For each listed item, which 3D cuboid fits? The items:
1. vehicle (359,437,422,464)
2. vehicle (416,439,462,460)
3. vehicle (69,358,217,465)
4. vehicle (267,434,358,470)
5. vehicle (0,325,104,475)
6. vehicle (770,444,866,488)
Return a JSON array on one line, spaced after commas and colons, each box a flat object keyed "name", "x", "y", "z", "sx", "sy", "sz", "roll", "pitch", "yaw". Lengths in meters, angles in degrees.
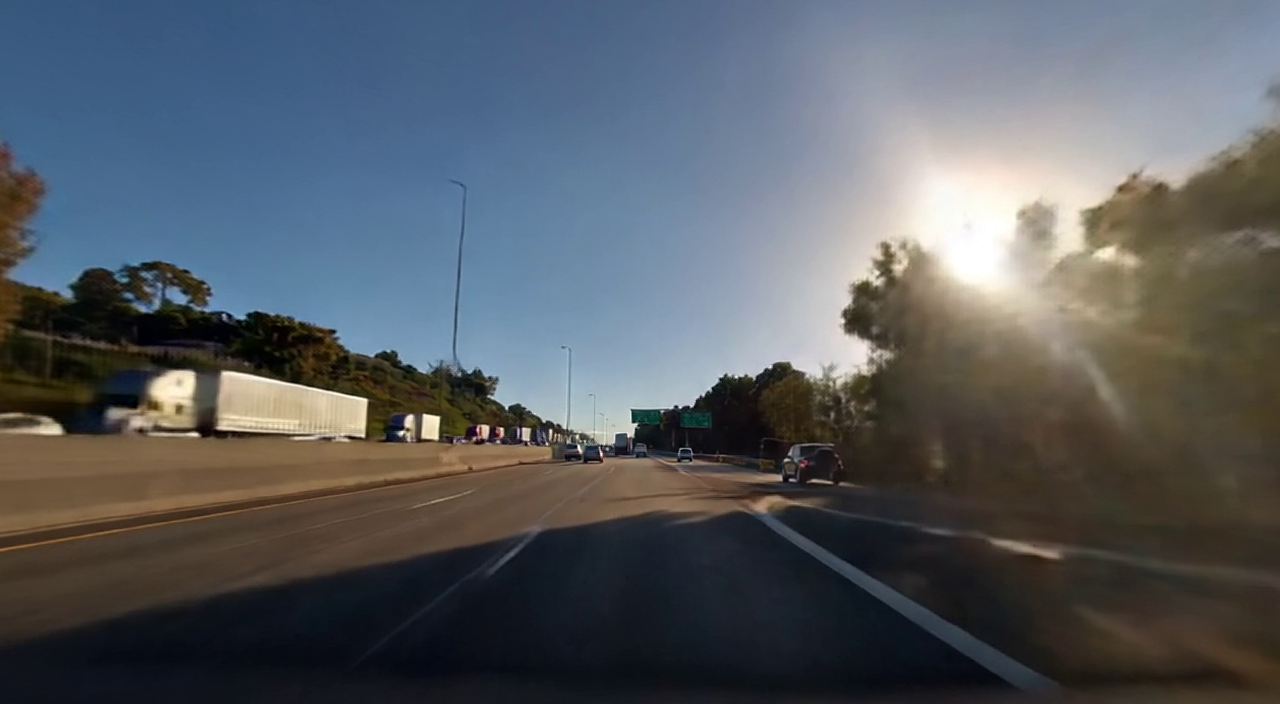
[{"name": "vehicle", "x": -14.666, "y": 5.842, "z": 37.318, "sx": 1.935, "sy": 1.462, "sz": 4.396, "roll": 0, "pitch": -9, "yaw": -1}, {"name": "vehicle", "x": -14.228, "y": 6.950, "z": 44.904, "sx": 1.879, "sy": 1.444, "sz": 4.337, "roll": 0, "pitch": -9, "yaw": -1}, {"name": "vehicle", "x": -18.651, "y": 2.311, "z": 23.907, "sx": 2.989, "sy": 3.823, "sz": 2.790, "roll": 0, "pitch": -9, "yaw": -1}, {"name": "vehicle", "x": -14.266, "y": 4.390, "z": 27.733, "sx": 1.873, "sy": 1.432, "sz": 3.960, "roll": 0, "pitch": -9, "yaw": -1}, {"name": "vehicle", "x": -18.619, "y": 0.655, "z": 12.891, "sx": 2.787, "sy": 3.985, "sz": 14.192, "roll": 0, "pitch": -9, "yaw": 0}, {"name": "vehicle", "x": 7.572, "y": 4.881, "z": 27.325, "sx": 2.080, "sy": 1.725, "sz": 4.252, "roll": 2, "pitch": -9, "yaw": -14}]
